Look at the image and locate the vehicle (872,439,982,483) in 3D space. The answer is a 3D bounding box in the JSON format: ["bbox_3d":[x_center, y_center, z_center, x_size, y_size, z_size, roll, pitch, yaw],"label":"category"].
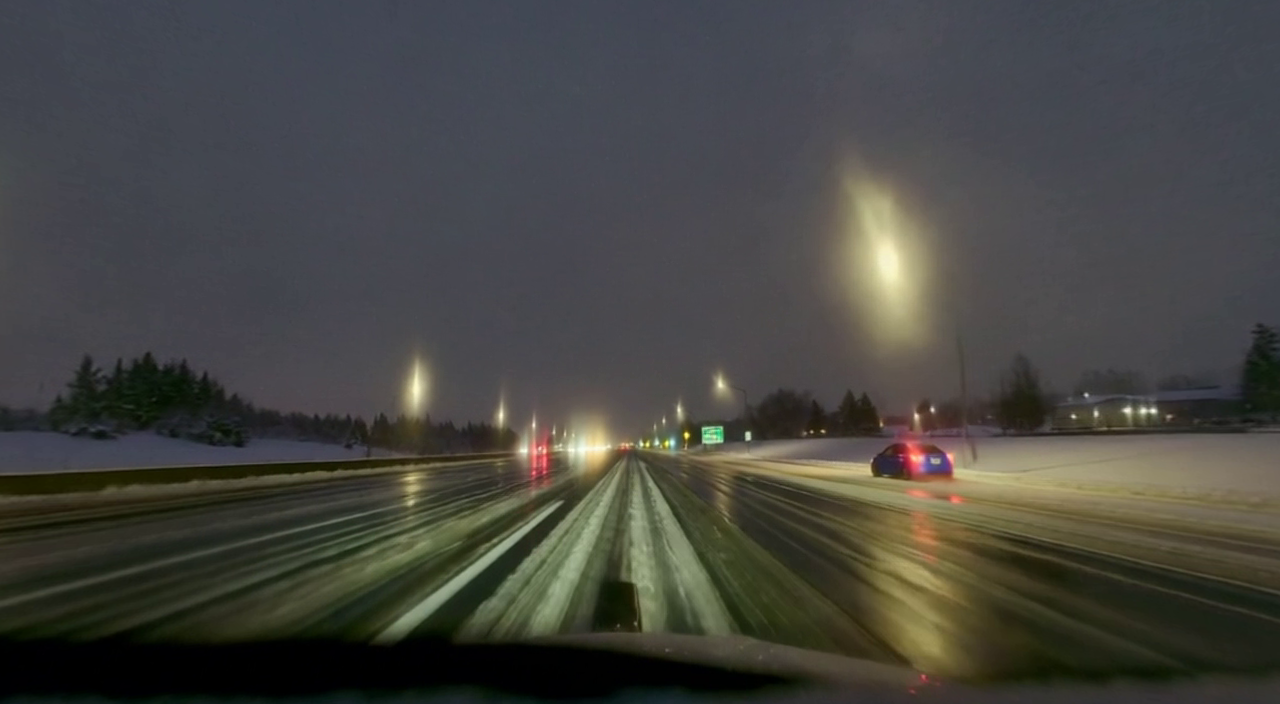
[{"bbox_3d":[10.685,4.081,23.938,1.985,1.493,4.486,0,-8,-1],"label":"vehicle"}]
